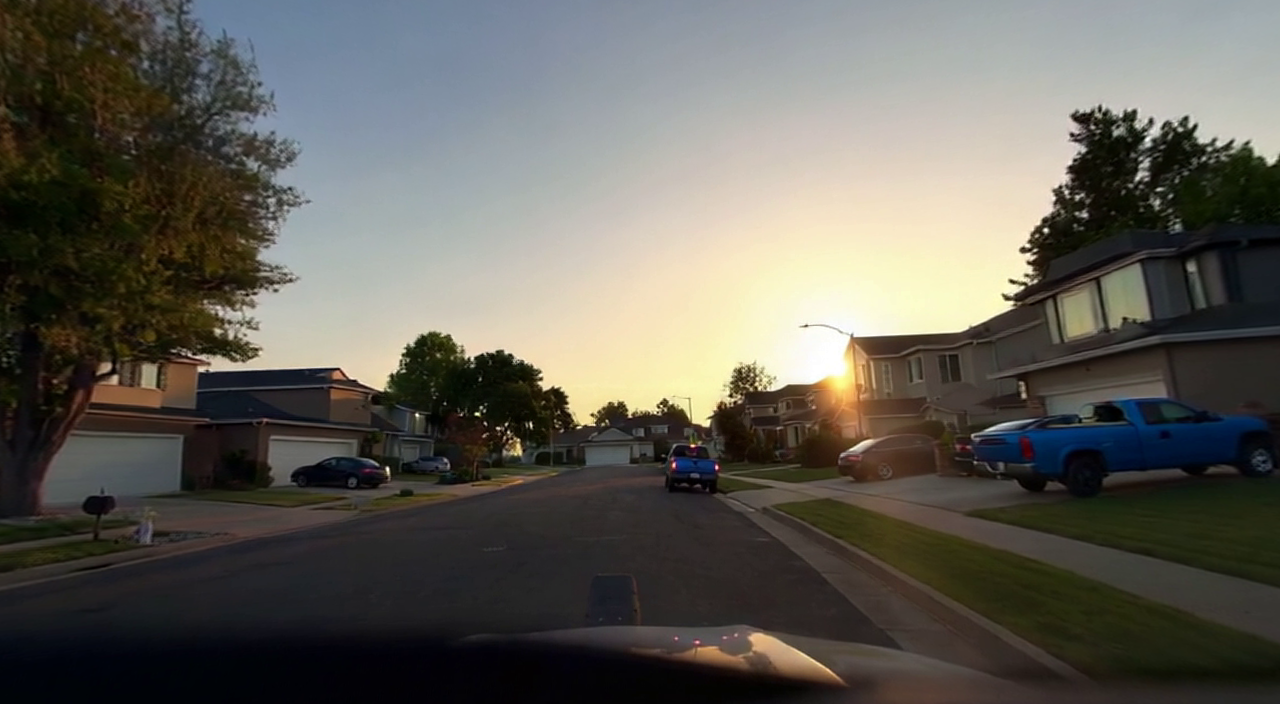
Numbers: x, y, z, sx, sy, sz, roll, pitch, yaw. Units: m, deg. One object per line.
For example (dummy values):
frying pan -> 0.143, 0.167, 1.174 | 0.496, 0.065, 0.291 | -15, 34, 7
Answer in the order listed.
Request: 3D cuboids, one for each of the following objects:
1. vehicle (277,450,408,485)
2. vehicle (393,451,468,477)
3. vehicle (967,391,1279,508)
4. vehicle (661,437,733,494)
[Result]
vehicle -> -13.212, 5.134, 28.248 | 4.916, 1.485, 1.807 | 0, -9, 0
vehicle -> -13.772, 7.364, 41.777 | 4.319, 1.605, 1.770 | 0, -9, -2
vehicle -> 8.916, 1.797, 11.656 | 4.554, 1.515, 1.858 | -7, -9, 5
vehicle -> 2.289, 4.529, 25.630 | 2.552, 2.024, 5.414 | -1, -9, 5
